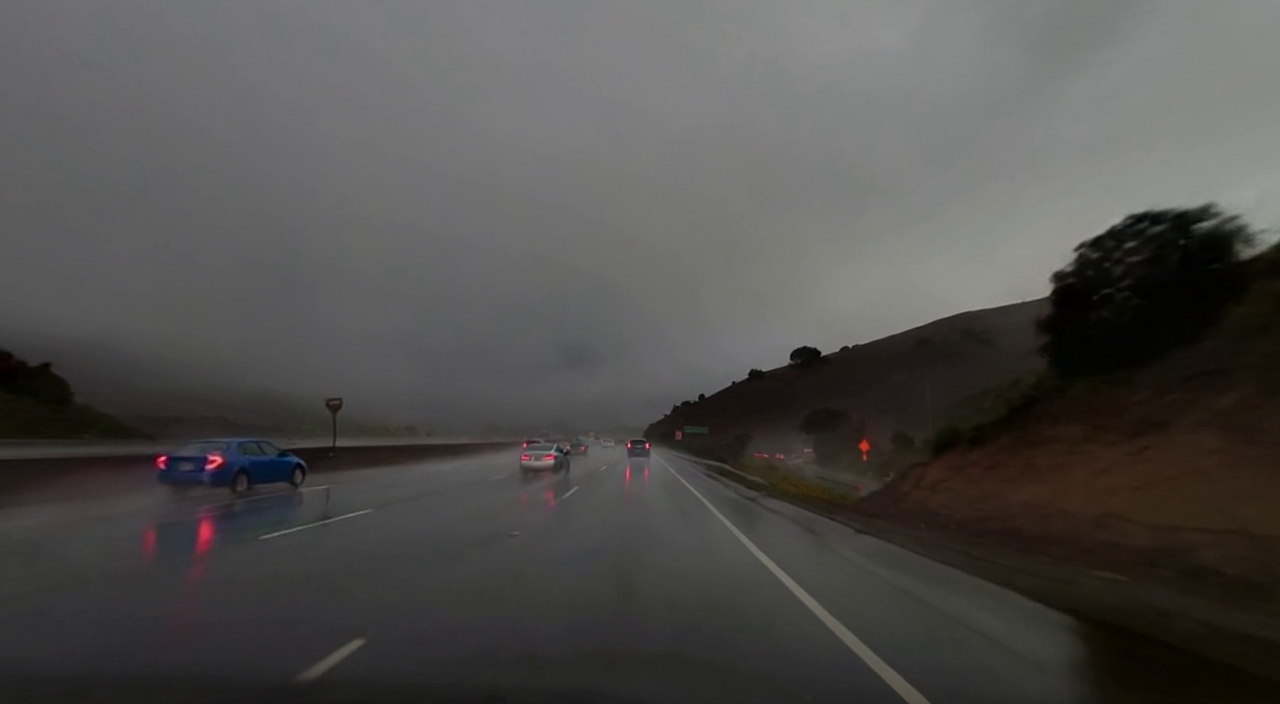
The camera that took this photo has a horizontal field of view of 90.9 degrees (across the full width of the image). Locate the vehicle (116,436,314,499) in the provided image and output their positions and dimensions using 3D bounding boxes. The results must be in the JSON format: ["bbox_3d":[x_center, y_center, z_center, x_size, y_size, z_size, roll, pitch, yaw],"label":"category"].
[{"bbox_3d":[-11.303,3.085,17.343,1.945,1.466,4.947,0,-8,1],"label":"vehicle"}]

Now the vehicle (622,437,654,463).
[{"bbox_3d":[-0.120,6.910,44.602,2.138,1.674,4.044,0,-8,0],"label":"vehicle"}]

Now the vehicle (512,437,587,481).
[{"bbox_3d":[-3.362,4.089,24.402,2.080,1.505,4.649,-1,-8,1],"label":"vehicle"}]
